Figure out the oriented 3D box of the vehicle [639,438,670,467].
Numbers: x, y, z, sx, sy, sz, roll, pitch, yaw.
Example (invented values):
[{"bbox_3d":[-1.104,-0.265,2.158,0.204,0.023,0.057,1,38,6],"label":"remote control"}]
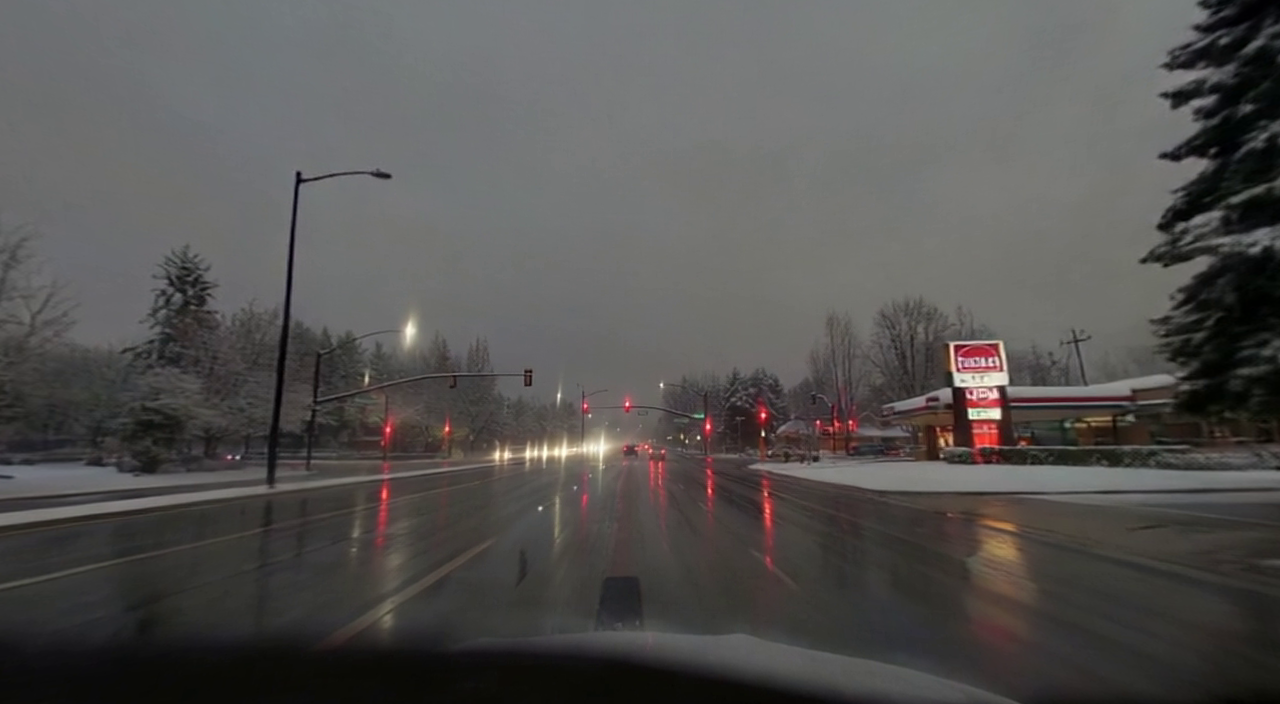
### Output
[{"bbox_3d":[1.095,7.173,45.136,2.096,1.961,4.259,0,-9,2],"label":"vehicle"}]
